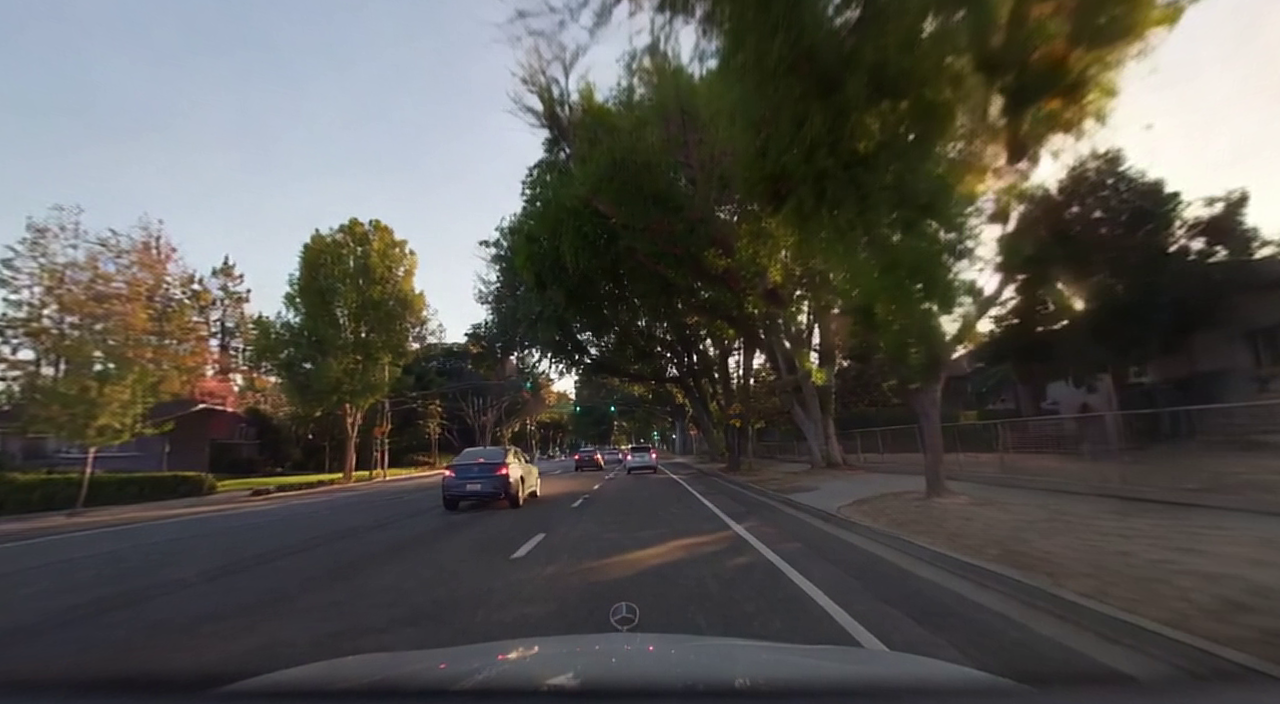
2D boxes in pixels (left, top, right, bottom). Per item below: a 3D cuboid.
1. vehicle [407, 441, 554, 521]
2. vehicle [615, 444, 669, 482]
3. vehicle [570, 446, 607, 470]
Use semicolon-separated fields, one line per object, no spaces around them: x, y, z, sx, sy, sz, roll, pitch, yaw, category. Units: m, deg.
-3.245;2.706;13.841;2.030;1.467;4.403;0;-8;1;vehicle
0.078;4.542;26.095;2.065;1.456;4.099;0;-8;0;vehicle
-3.344;6.976;41.766;2.114;1.500;3.912;0;-8;0;vehicle
